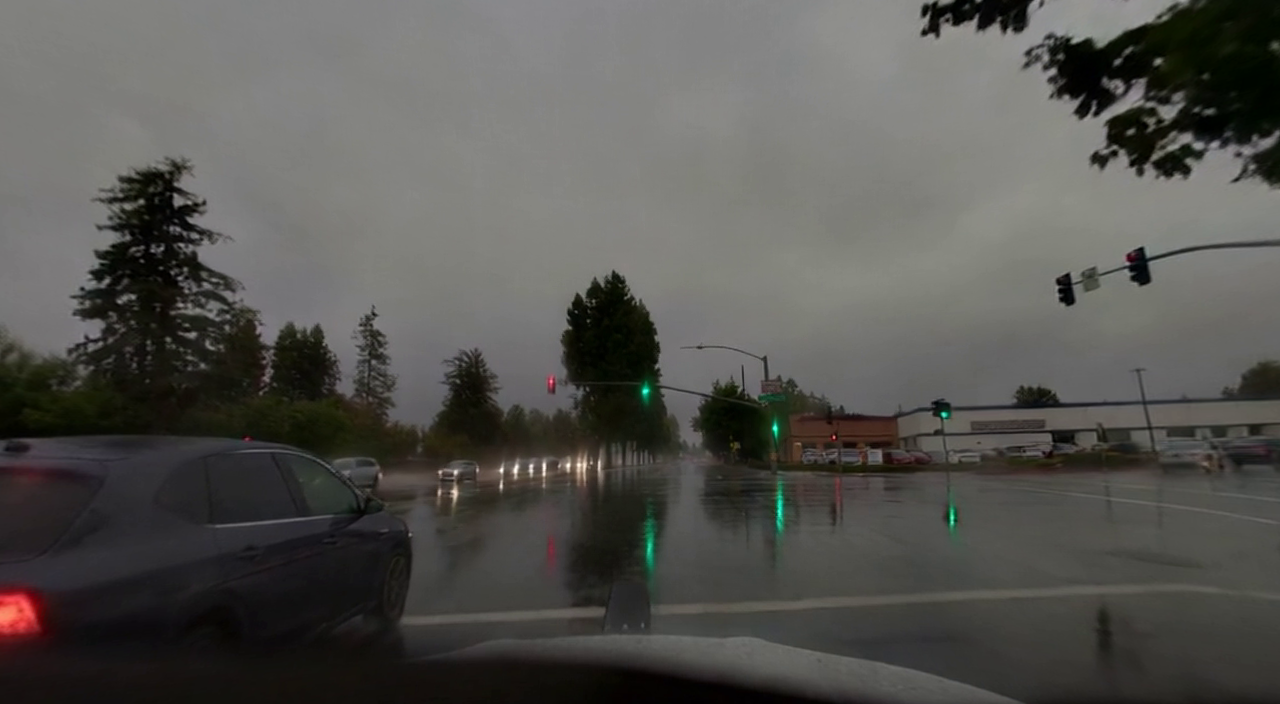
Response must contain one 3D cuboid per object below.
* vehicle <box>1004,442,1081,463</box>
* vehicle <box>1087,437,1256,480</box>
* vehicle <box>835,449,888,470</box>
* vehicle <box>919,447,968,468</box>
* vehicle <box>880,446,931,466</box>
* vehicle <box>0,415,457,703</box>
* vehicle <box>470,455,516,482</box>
[{"bbox_3d":[30.862,7.689,48.396,4.678,1.558,1.883,0,-9,-4],"label":"vehicle"},{"bbox_3d":[19.617,3.920,23.394,4.552,1.492,2.002,1,-9,-5],"label":"vehicle"},{"bbox_3d":[17.499,8.399,49.577,2.060,1.445,4.712,-9,-11,43],"label":"vehicle"},{"bbox_3d":[21.936,7.607,45.459,1.930,1.410,4.313,-8,-12,42],"label":"vehicle"},{"bbox_3d":[19.900,7.766,47.113,1.945,1.434,4.293,-9,-12,44],"label":"vehicle"},{"bbox_3d":[-2.856,1.242,3.867,1.924,1.482,4.734,0,-9,1],"label":"vehicle"},{"bbox_3d":[-10.192,8.088,44.042,1.905,1.724,4.449,-1,-9,4],"label":"vehicle"}]
